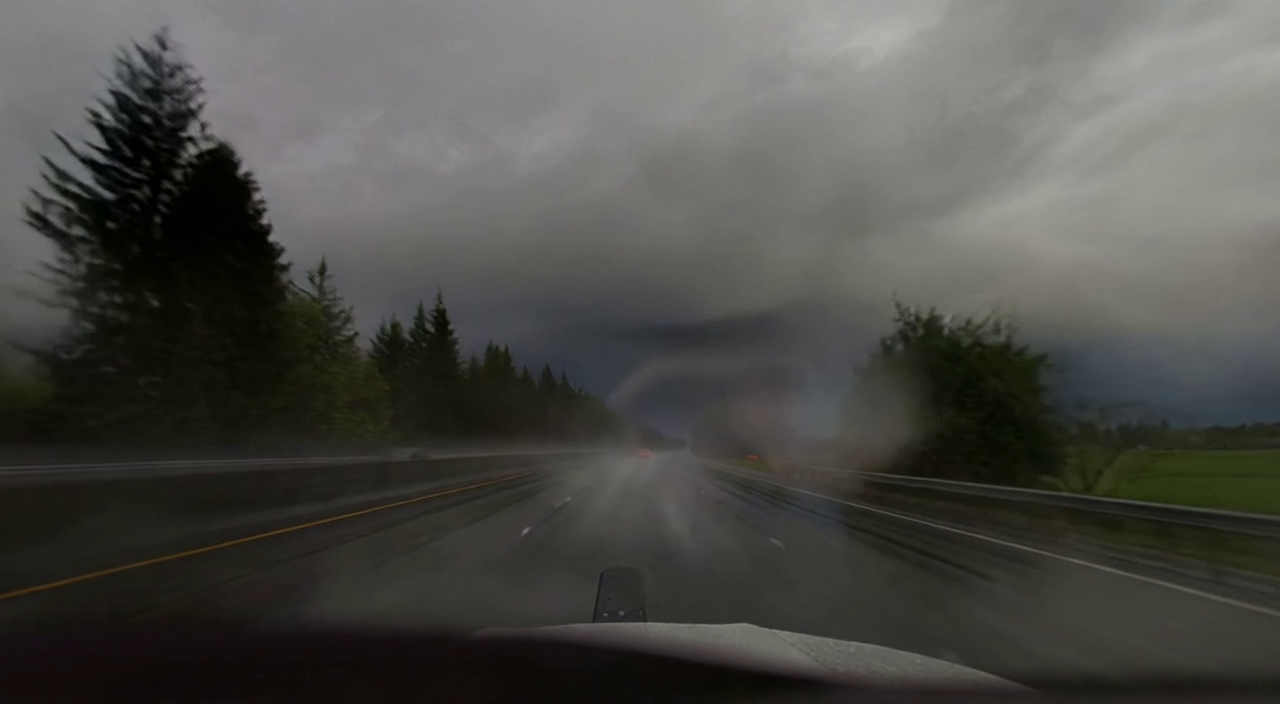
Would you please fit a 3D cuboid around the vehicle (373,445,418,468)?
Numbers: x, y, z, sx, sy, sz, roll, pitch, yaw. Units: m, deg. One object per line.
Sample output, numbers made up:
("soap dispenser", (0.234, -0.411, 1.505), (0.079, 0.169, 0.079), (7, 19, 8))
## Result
("vehicle", (-15.250, 6.546, 39.473), (1.572, 1.339, 3.317), (0, -9, -3))
